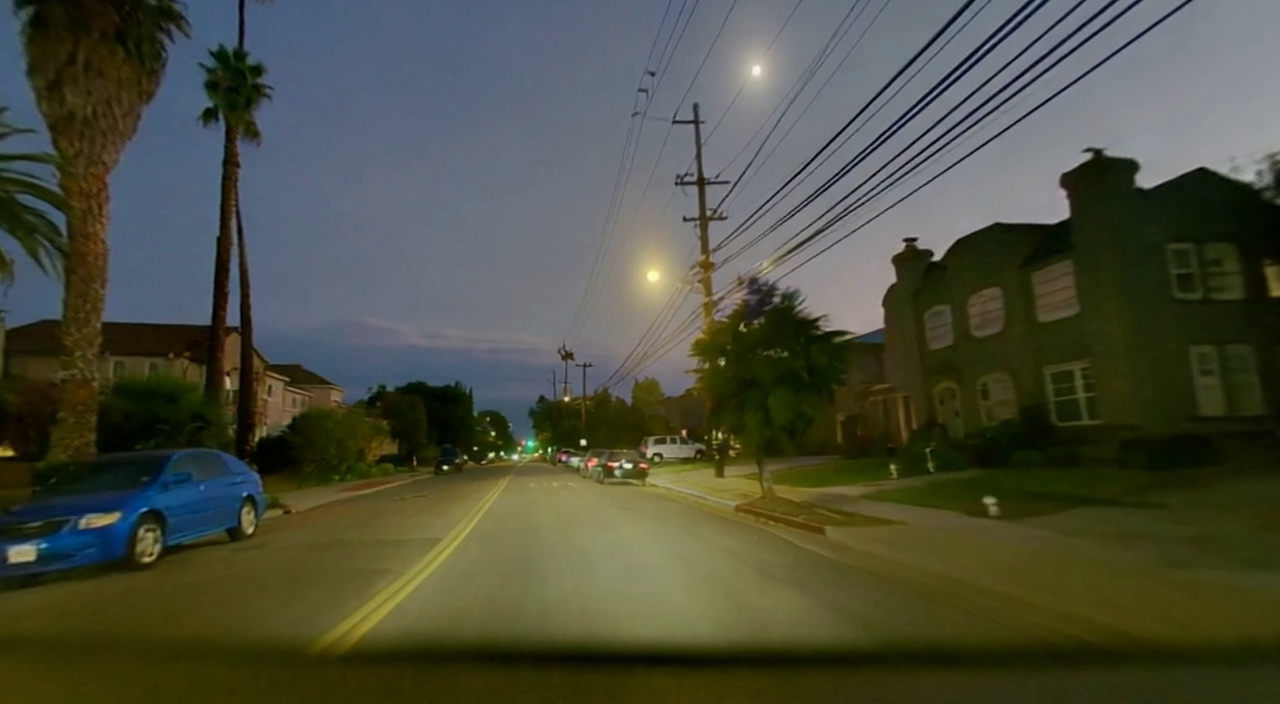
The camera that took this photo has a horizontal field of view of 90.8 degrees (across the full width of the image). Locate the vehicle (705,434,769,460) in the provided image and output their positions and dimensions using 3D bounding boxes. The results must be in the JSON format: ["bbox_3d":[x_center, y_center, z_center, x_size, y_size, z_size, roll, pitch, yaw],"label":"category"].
[{"bbox_3d":[7.247,7.152,47.514,4.219,1.693,2.324,5,-9,-9],"label":"vehicle"}]

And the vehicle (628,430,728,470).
[{"bbox_3d":[2.257,6.084,39.285,5.900,2.328,2.603,1,-9,-5],"label":"vehicle"}]

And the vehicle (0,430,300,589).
[{"bbox_3d":[-7.554,2.303,9.843,2.410,1.790,4.699,-1,-10,-8],"label":"vehicle"}]

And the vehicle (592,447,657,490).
[{"bbox_3d":[-0.690,4.415,24.335,1.870,1.490,3.802,1,-9,-11],"label":"vehicle"}]
